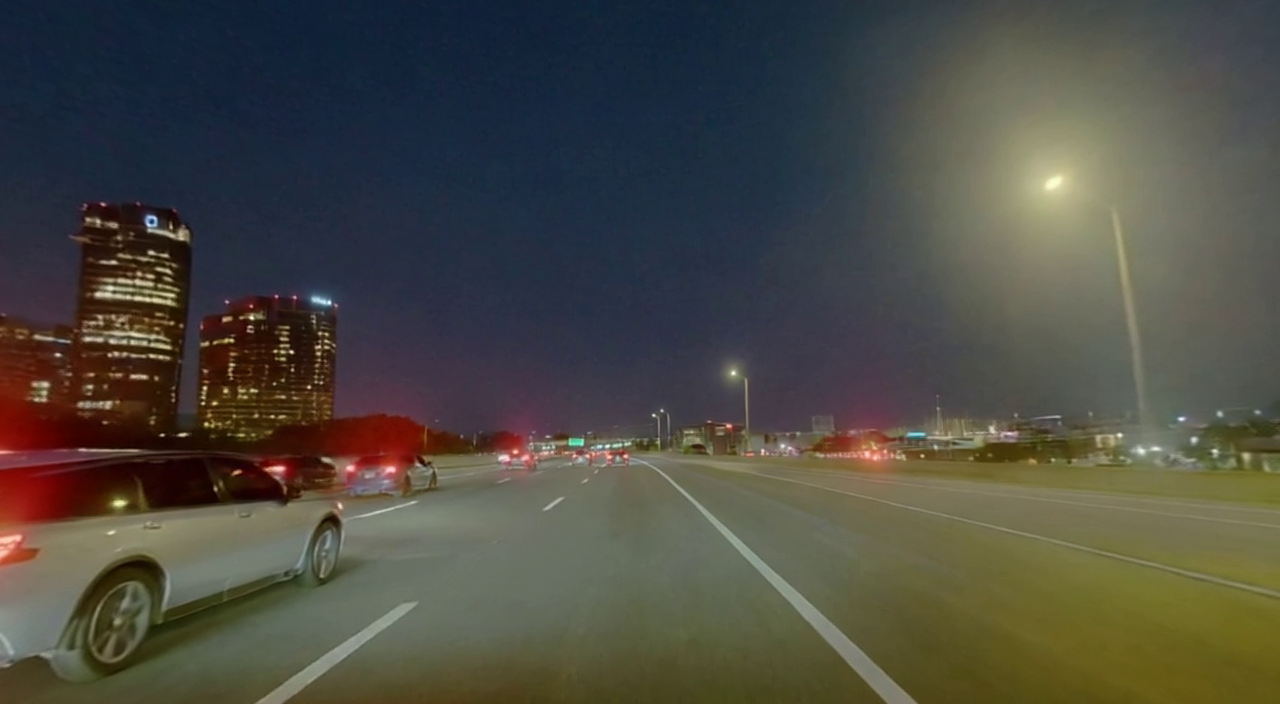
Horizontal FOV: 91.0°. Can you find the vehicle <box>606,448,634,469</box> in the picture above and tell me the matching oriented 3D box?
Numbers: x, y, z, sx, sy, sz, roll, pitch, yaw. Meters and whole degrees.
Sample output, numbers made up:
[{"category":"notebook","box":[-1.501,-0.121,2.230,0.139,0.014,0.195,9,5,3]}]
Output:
[{"category":"vehicle","box":[-1.557,8.183,48.761,2.110,1.501,4.319,0,-9,-2]}]

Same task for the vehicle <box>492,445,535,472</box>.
[{"category":"vehicle","box":[-8.465,7.150,42.617,2.065,1.689,4.399,0,-9,-1]}]

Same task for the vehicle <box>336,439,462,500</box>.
[{"category":"vehicle","box":[-7.302,3.592,19.707,2.075,1.642,4.638,0,-9,1]}]

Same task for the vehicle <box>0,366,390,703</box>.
[{"category":"vehicle","box":[-3.733,1.182,4.352,2.036,1.717,4.592,0,-9,1]}]
